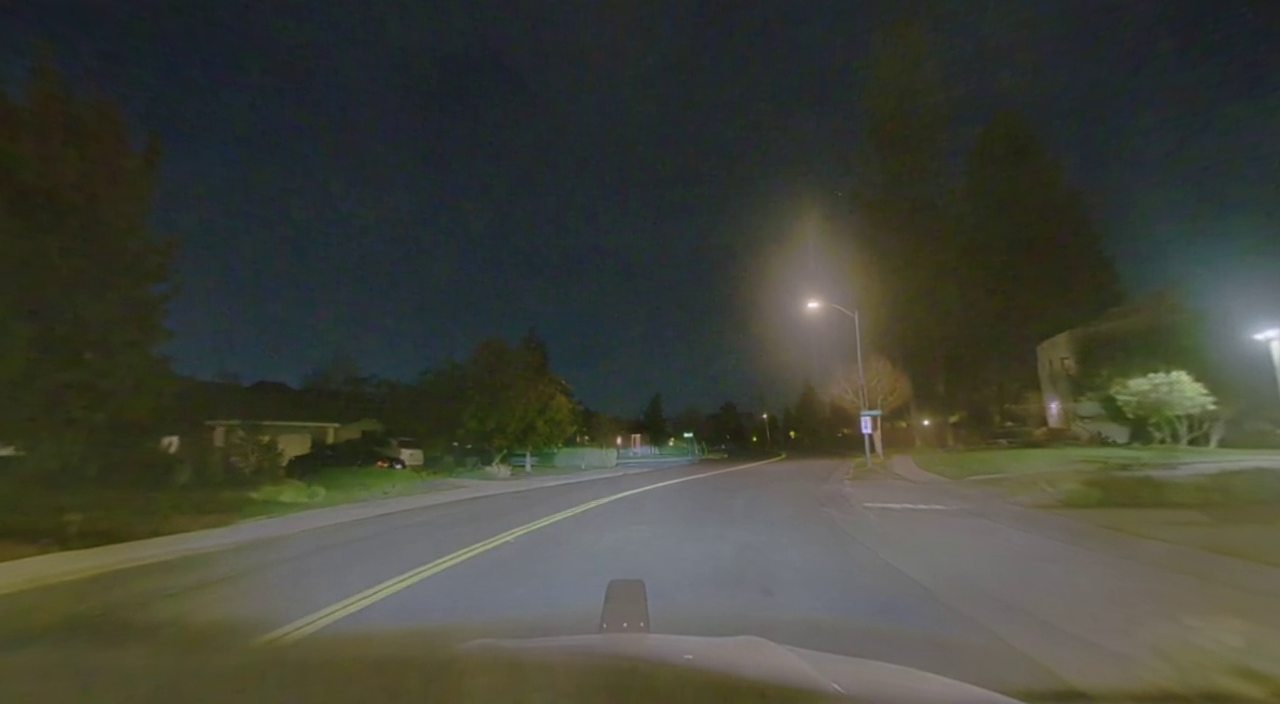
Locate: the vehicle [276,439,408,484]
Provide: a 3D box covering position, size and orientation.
[{"bbox_3d":[-11.920,4.403,25.604,4.485,1.663,2.111,2,-9,-15],"label":"vehicle"}]
